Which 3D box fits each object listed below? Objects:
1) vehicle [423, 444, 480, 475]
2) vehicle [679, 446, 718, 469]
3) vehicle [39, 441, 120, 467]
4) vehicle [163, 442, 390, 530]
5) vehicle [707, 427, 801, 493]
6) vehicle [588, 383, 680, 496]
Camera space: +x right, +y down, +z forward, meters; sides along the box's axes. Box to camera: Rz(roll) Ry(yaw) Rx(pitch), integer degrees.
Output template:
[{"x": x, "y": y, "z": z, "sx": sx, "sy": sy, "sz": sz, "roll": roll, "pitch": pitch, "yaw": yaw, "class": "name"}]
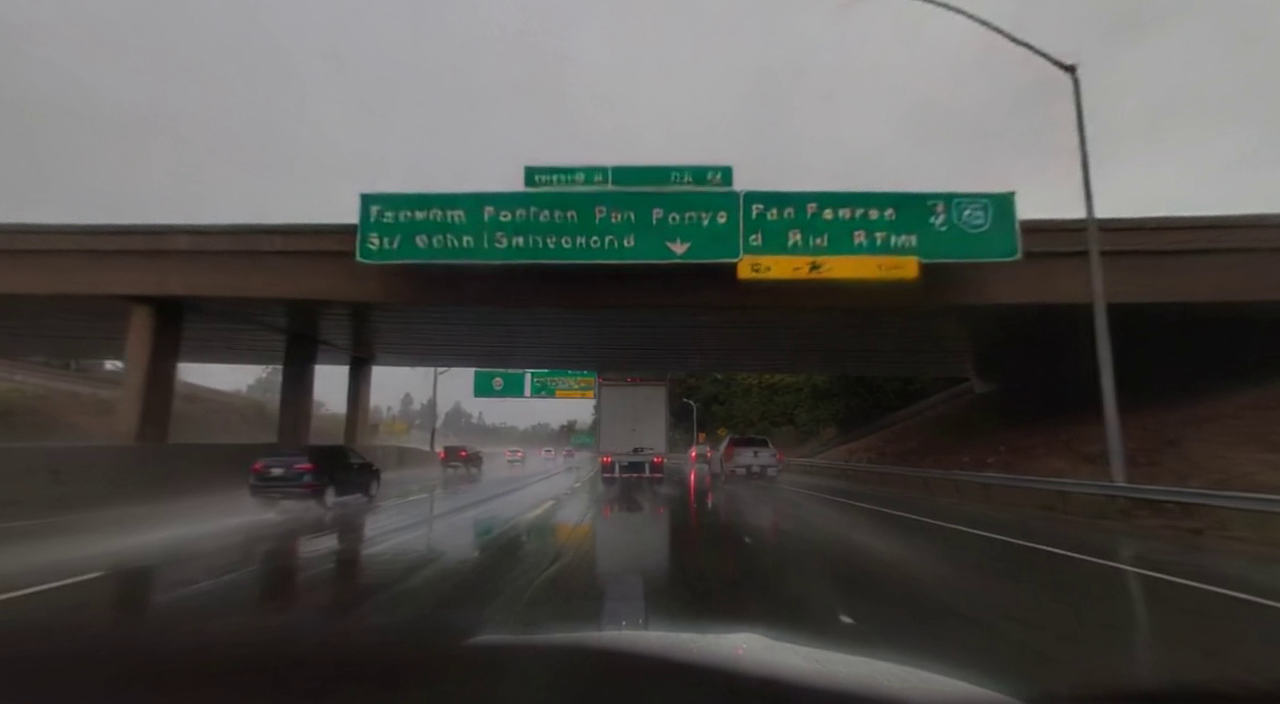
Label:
[{"x": -11.621, "y": 6.650, "z": 39.305, "sx": 2.119, "sy": 1.747, "sz": 5.121, "roll": 0, "pitch": -9, "yaw": -2, "class": "vehicle"}, {"x": 3.967, "y": 7.333, "z": 43.888, "sx": 2.108, "sy": 1.508, "sz": 4.744, "roll": 0, "pitch": -9, "yaw": -2, "class": "vehicle"}, {"x": -34.333, "y": 6.223, "z": 38.766, "sx": 1.622, "sy": 1.433, "sz": 3.904, "roll": 1, "pitch": -7, "yaw": -5, "class": "vehicle"}, {"x": -7.283, "y": 2.698, "z": 13.427, "sx": 2.057, "sy": 1.506, "sz": 4.829, "roll": 0, "pitch": -9, "yaw": -1, "class": "vehicle"}, {"x": 3.740, "y": 3.670, "z": 21.728, "sx": 2.174, "sy": 1.968, "sz": 5.016, "roll": 0, "pitch": -9, "yaw": -1, "class": "vehicle"}, {"x": -0.254, "y": 3.587, "z": 25.541, "sx": 2.916, "sy": 3.584, "sz": 10.841, "roll": 0, "pitch": -9, "yaw": -1, "class": "vehicle"}]
